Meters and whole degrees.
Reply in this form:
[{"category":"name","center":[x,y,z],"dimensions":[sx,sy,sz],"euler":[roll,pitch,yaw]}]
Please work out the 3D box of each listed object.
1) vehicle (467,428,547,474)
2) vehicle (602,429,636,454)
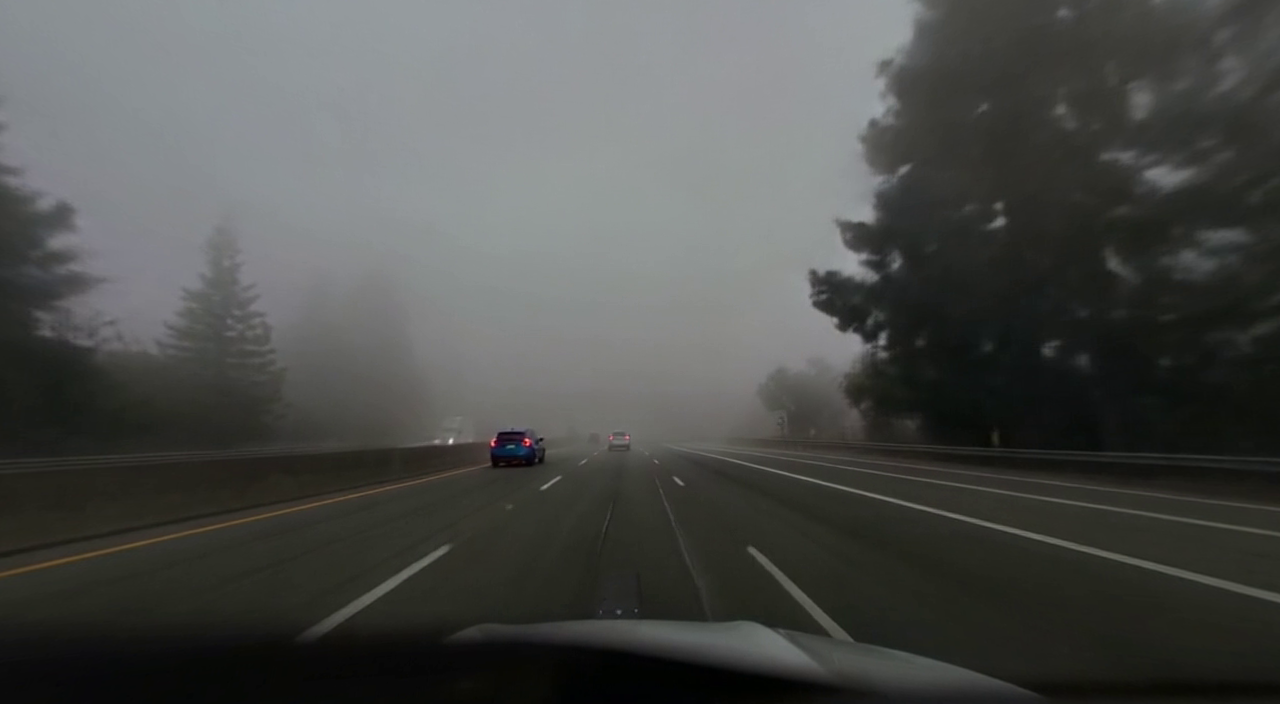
[{"category":"vehicle","center":[-4.784,3.617,23.296],"dimensions":[2.017,1.537,4.496],"euler":[0,-8,0]},{"category":"vehicle","center":[-1.360,5.981,42.096],"dimensions":[2.116,1.625,4.004],"euler":[0,-8,0]}]
